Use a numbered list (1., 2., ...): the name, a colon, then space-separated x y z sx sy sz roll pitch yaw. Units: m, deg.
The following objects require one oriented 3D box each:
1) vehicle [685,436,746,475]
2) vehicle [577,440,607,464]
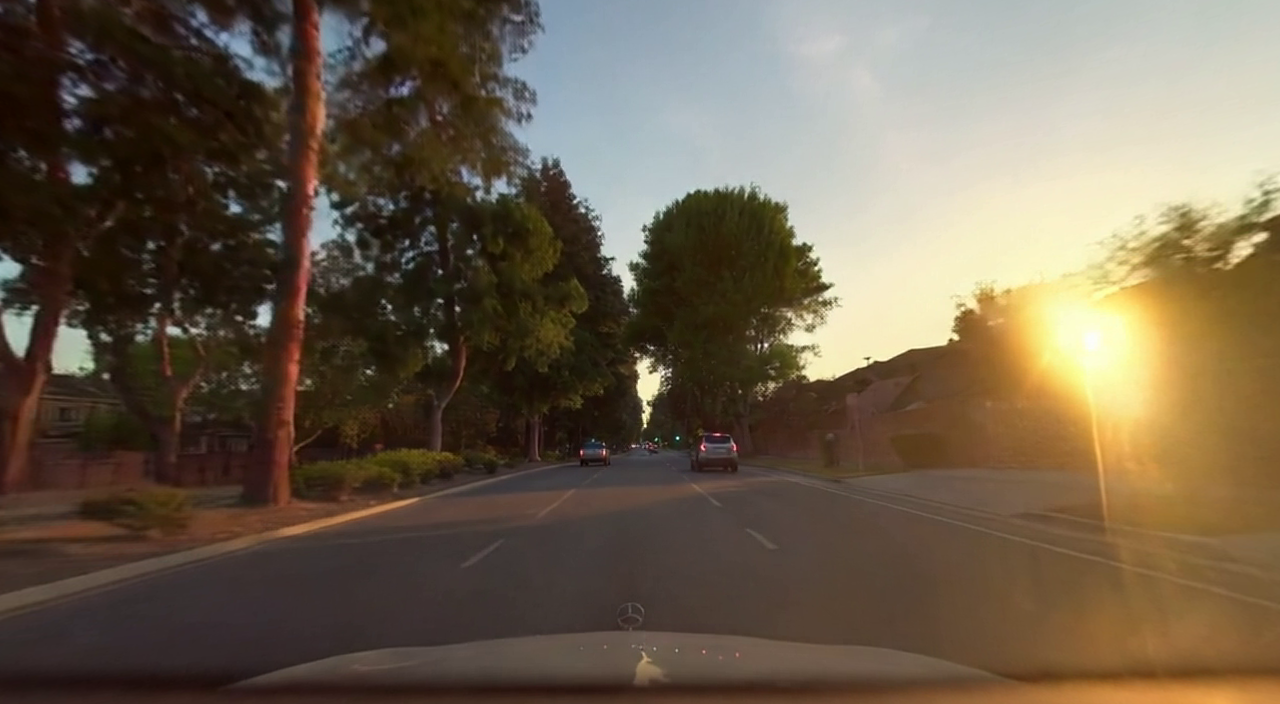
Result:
1. vehicle: 3.551 4.983 30.627 2.321 1.695 5.037 0 -8 -1
2. vehicle: -3.649 7.692 48.692 2.002 1.747 4.728 0 -8 0
